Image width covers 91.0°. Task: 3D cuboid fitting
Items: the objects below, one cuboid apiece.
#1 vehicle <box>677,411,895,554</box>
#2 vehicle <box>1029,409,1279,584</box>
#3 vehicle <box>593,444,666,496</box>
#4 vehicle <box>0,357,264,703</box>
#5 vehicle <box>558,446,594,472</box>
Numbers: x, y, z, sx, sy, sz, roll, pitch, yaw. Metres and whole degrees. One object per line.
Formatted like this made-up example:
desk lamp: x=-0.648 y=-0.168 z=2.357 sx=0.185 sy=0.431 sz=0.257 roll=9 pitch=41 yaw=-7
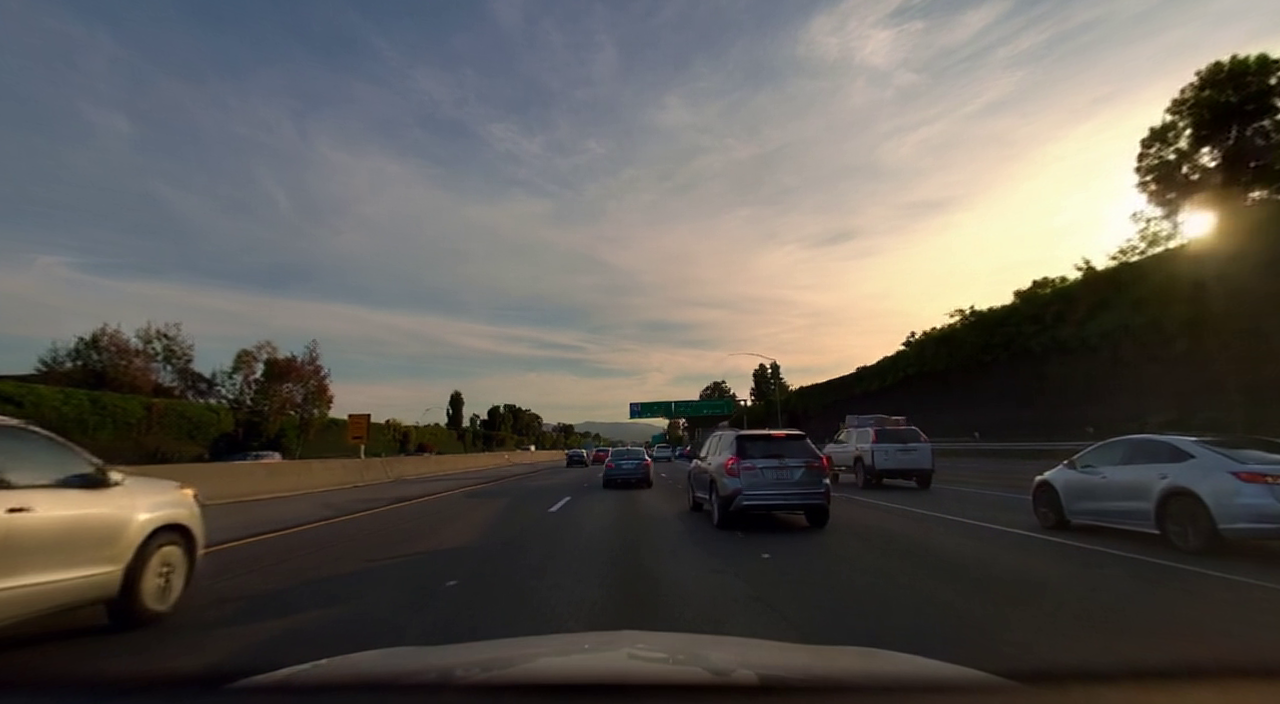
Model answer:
vehicle: x=1.932 y=1.917 z=9.846 sx=2.230 sy=1.740 sz=3.976 roll=1 pitch=-9 yaw=-4
vehicle: x=7.089 y=1.616 z=7.535 sx=1.972 sy=1.647 sz=4.429 roll=0 pitch=-9 yaw=-1
vehicle: x=-0.283 y=3.781 z=20.556 sx=2.157 sy=1.495 sz=4.038 roll=0 pitch=-9 yaw=1
vehicle: x=-4.277 y=0.881 z=3.007 sx=2.047 sy=1.755 sz=4.638 roll=0 pitch=-9 yaw=0
vehicle: x=-4.158 y=7.019 z=41.586 sx=1.889 sy=1.600 sz=4.043 roll=0 pitch=-9 yaw=1
